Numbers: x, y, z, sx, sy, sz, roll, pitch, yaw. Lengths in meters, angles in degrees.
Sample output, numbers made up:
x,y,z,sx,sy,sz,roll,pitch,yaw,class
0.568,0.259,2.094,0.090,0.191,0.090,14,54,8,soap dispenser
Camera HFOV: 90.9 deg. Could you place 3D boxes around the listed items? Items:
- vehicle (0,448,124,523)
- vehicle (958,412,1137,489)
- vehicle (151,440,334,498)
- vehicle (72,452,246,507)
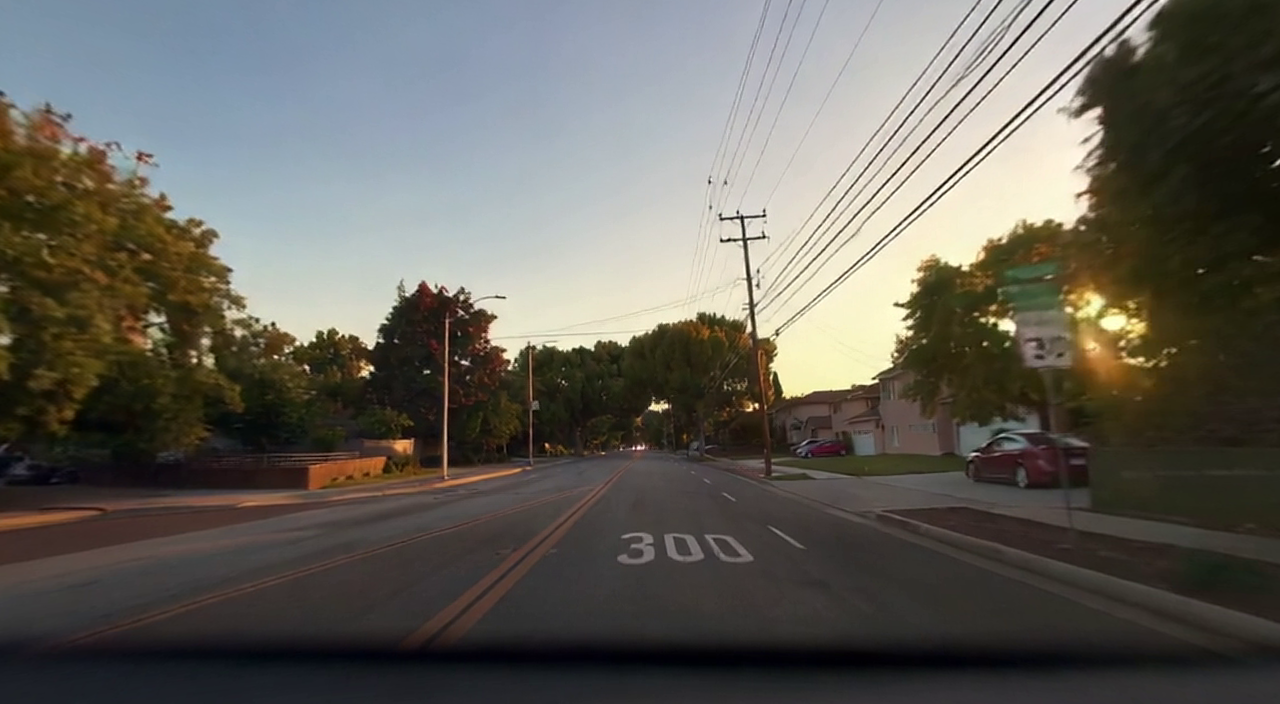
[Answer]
x,y,z,sx,sy,sz,roll,pitch,yaw,class
-15.910,3.385,16.536,4.191,1.594,2.309,-4,-9,31,vehicle
11.585,2.900,18.538,1.965,1.680,5.338,-8,-10,5,vehicle
-14.008,4.063,22.336,5.038,1.774,2.764,-2,-8,18,vehicle
-14.918,3.897,19.629,4.195,1.497,2.291,-3,-10,20,vehicle
